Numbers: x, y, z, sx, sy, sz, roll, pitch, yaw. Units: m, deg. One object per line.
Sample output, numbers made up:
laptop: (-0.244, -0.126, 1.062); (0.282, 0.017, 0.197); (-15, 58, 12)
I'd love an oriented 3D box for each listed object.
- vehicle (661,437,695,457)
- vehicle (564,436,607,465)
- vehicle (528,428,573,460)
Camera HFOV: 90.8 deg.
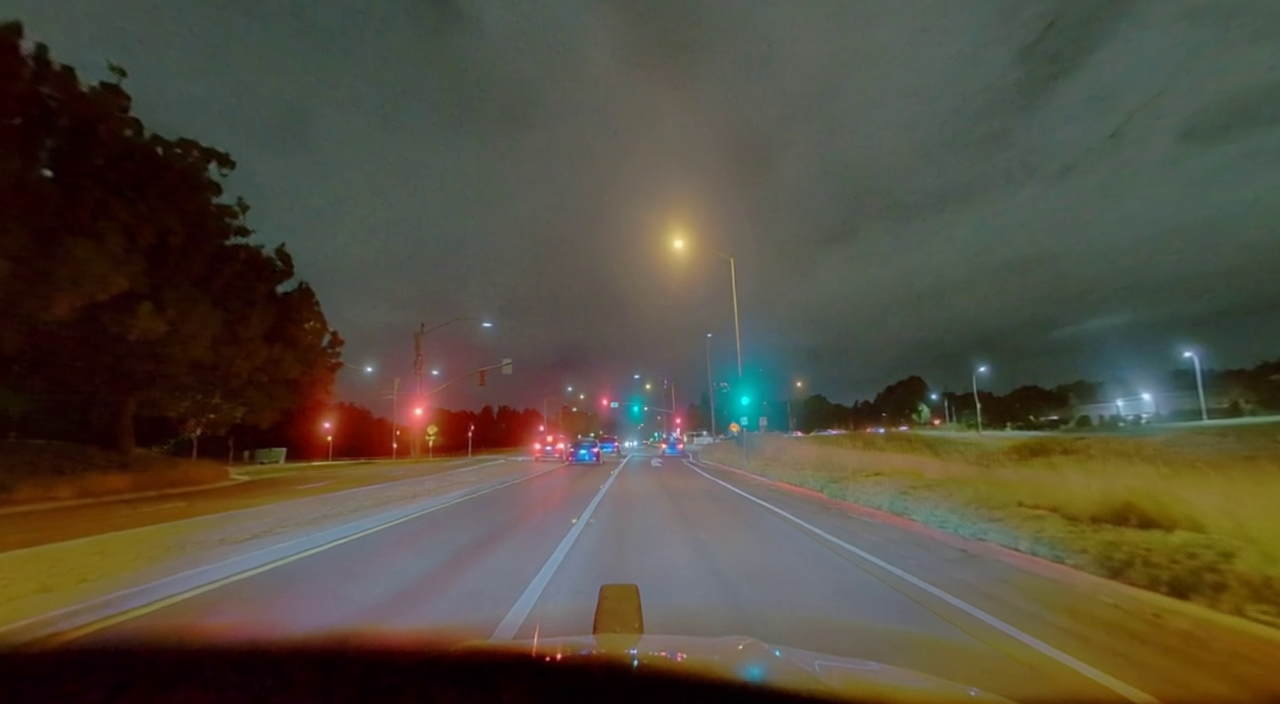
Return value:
vehicle: (2.908, 7.229, 47.968); (1.945, 1.410, 4.284); (-2, -9, 12)
vehicle: (-2.996, 5.533, 35.495); (1.979, 1.492, 3.930); (0, -9, 1)
vehicle: (-6.104, 6.389, 43.685); (2.390, 2.020, 5.085); (0, -9, 0)
